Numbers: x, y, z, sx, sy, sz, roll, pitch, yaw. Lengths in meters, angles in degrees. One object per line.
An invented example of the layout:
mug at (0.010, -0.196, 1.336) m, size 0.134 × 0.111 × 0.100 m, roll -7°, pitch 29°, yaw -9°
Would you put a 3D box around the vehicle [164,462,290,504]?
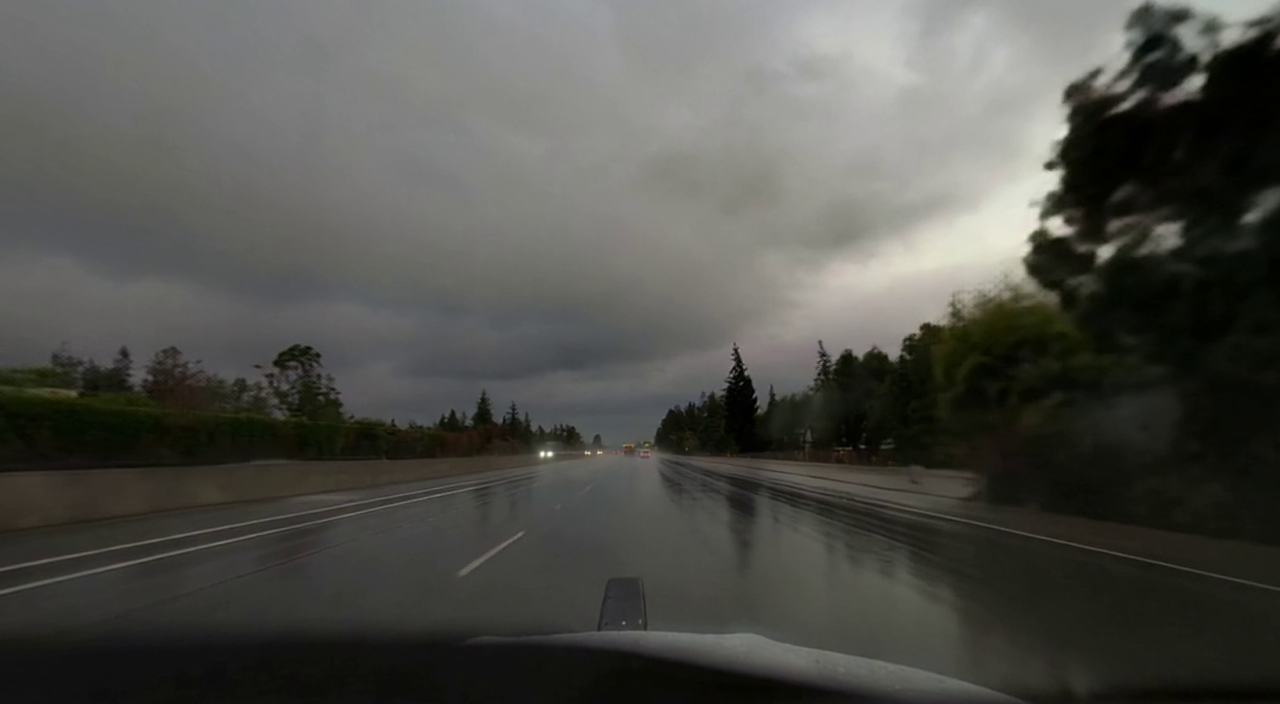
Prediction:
vehicle at (-16.206, 5.134, 25.080) m, size 1.919 × 1.429 × 4.629 m, roll 0°, pitch -9°, yaw -1°
